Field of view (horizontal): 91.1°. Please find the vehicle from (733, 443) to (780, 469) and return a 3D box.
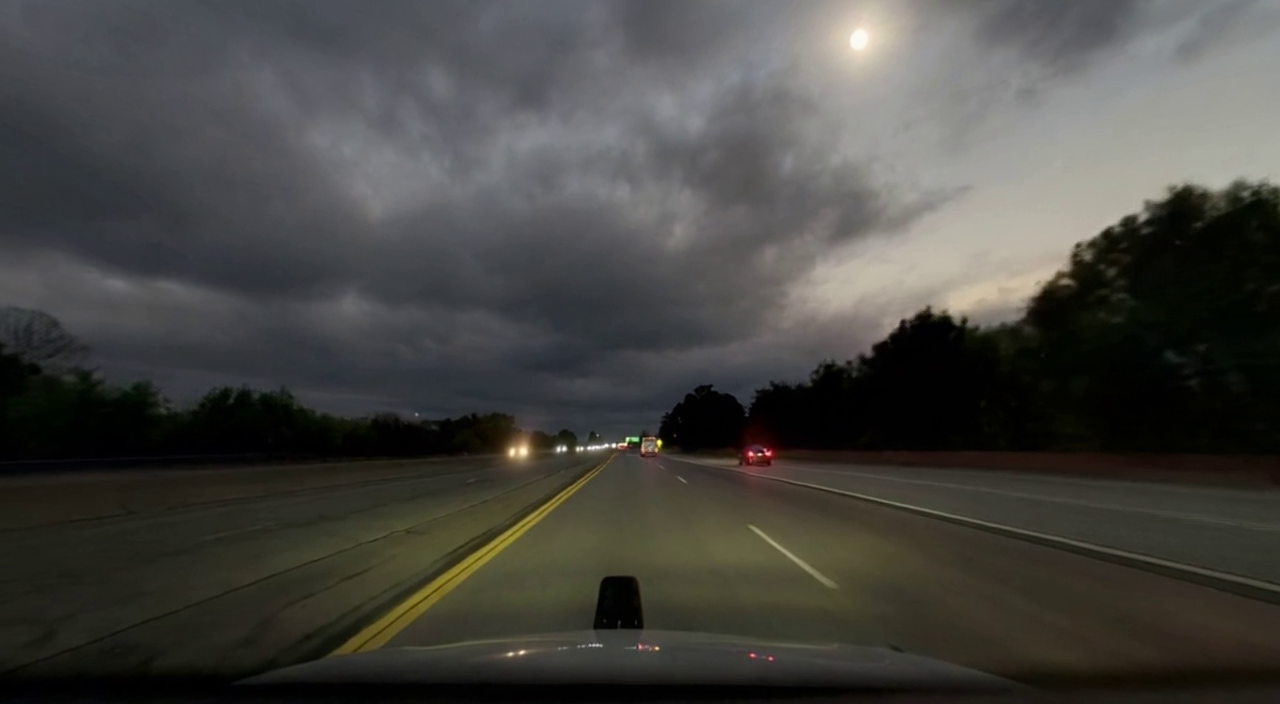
[{"bbox_3d":[6.978,6.274,38.142,1.942,1.462,3.926,0,-8,-3],"label":"vehicle"}]
